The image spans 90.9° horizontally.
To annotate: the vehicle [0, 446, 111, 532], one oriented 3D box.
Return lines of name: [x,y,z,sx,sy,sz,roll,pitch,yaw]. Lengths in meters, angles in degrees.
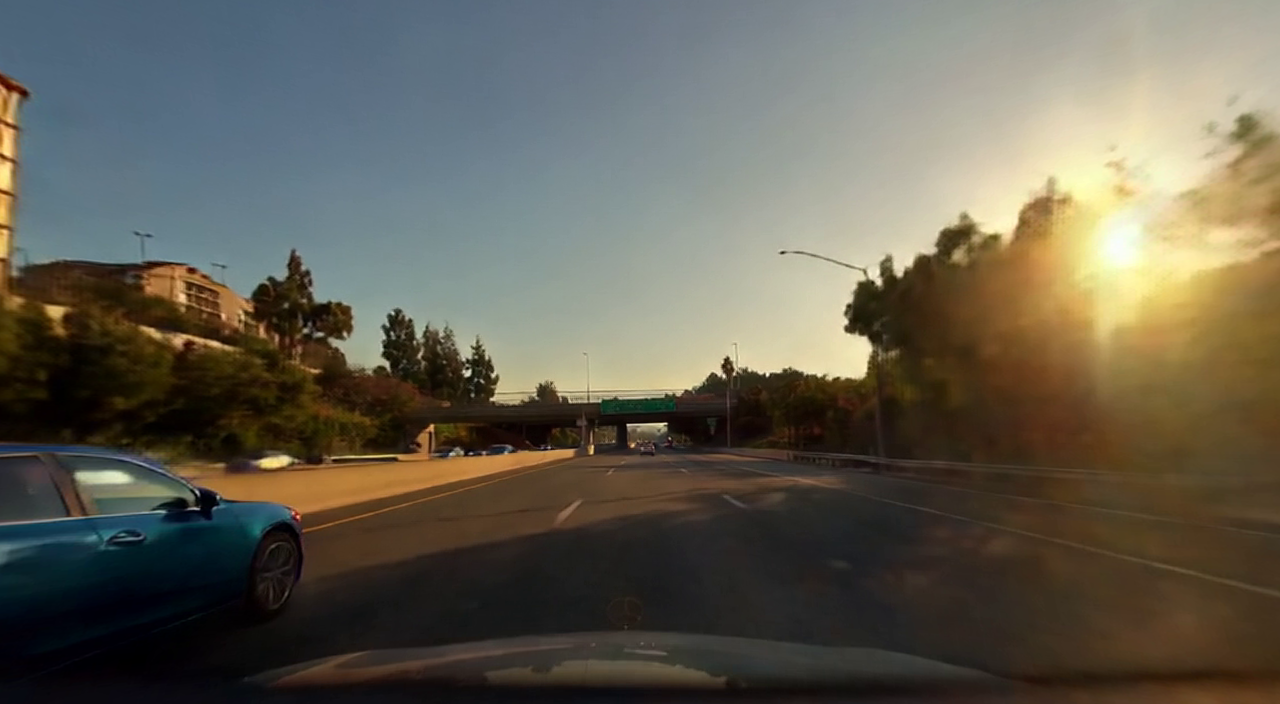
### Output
vehicle: [-11.811,2.400,11.104,1.705,1.458,3.704,0,-8,1]
